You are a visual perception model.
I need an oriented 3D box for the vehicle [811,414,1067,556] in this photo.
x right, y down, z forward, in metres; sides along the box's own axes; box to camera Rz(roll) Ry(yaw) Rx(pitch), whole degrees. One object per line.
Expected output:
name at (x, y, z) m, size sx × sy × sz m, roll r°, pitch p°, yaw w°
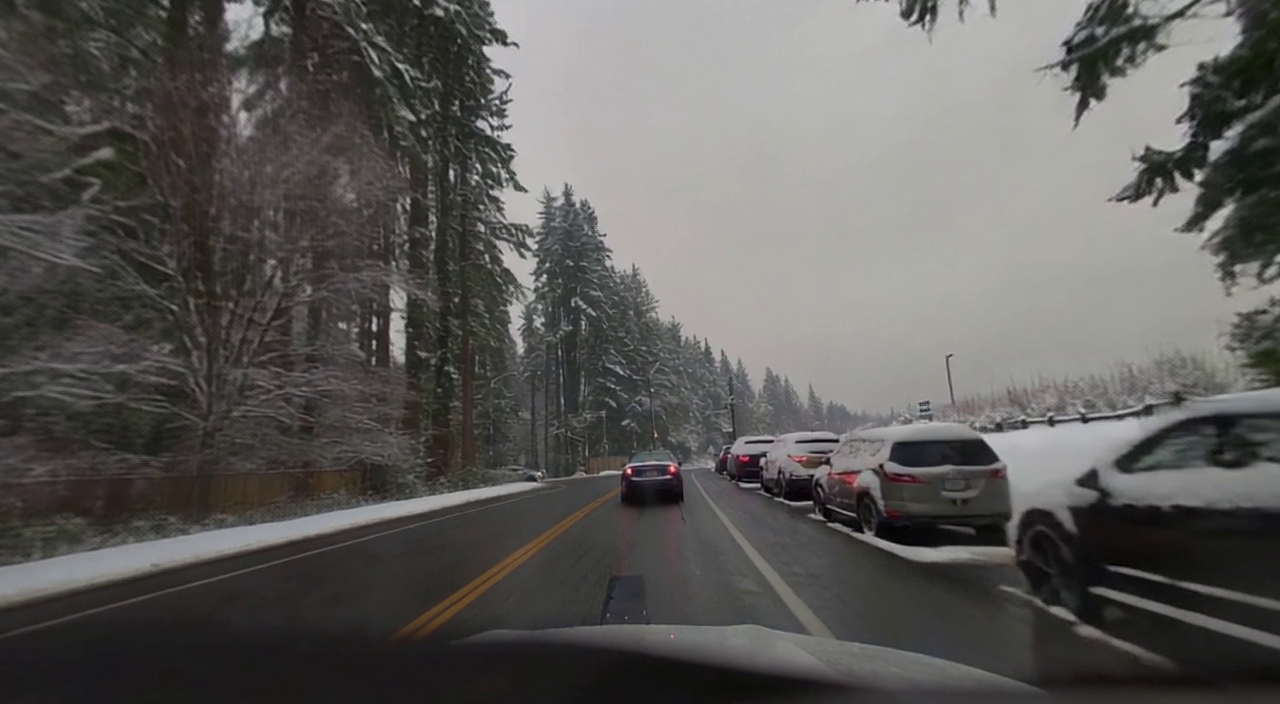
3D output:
vehicle at (4.337, 2.007, 10.163) m, size 1.969 × 1.738 × 4.515 m, roll 0°, pitch -9°, yaw 1°

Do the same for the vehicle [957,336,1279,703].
vehicle at (3.932, 0.915, 3.337) m, size 2.066 × 1.804 × 4.751 m, roll 0°, pitch -9°, yaw 1°

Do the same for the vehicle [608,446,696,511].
vehicle at (0.335, 3.317, 17.043) m, size 2.078 × 1.521 × 4.058 m, roll 0°, pitch -9°, yaw 2°
